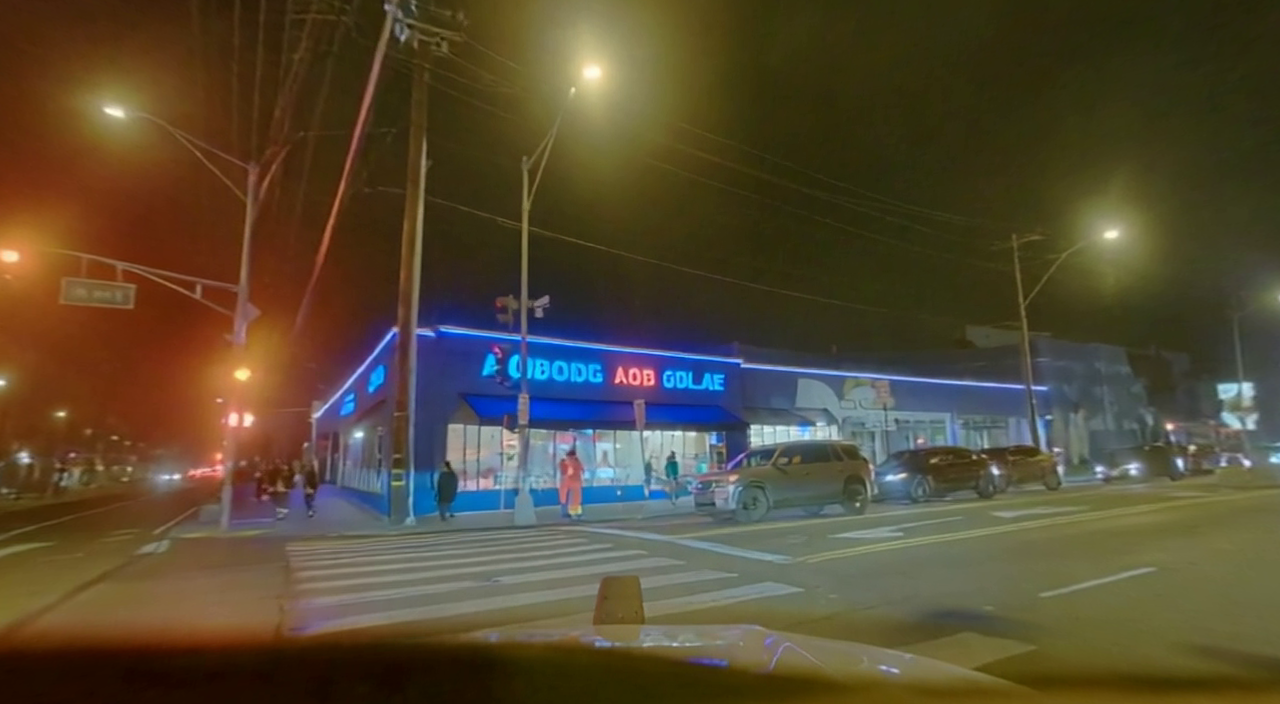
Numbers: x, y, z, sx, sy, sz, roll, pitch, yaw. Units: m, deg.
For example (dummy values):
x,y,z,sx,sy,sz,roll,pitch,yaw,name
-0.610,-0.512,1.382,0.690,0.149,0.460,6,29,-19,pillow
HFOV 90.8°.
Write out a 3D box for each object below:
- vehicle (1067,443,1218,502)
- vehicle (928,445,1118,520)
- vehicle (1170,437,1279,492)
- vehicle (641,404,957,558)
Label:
x,y,z,sx,sy,sz,roll,pitch,yaw,name
15.081,3.526,18.921,4.619,1.511,2.010,5,-10,-32,vehicle
9.144,2.968,14.994,4.672,1.459,1.938,5,-10,-33,vehicle
21.719,4.057,23.224,4.811,1.807,1.955,5,-10,-33,vehicle
2.743,1.999,10.597,4.970,1.972,2.372,5,-10,-34,vehicle
